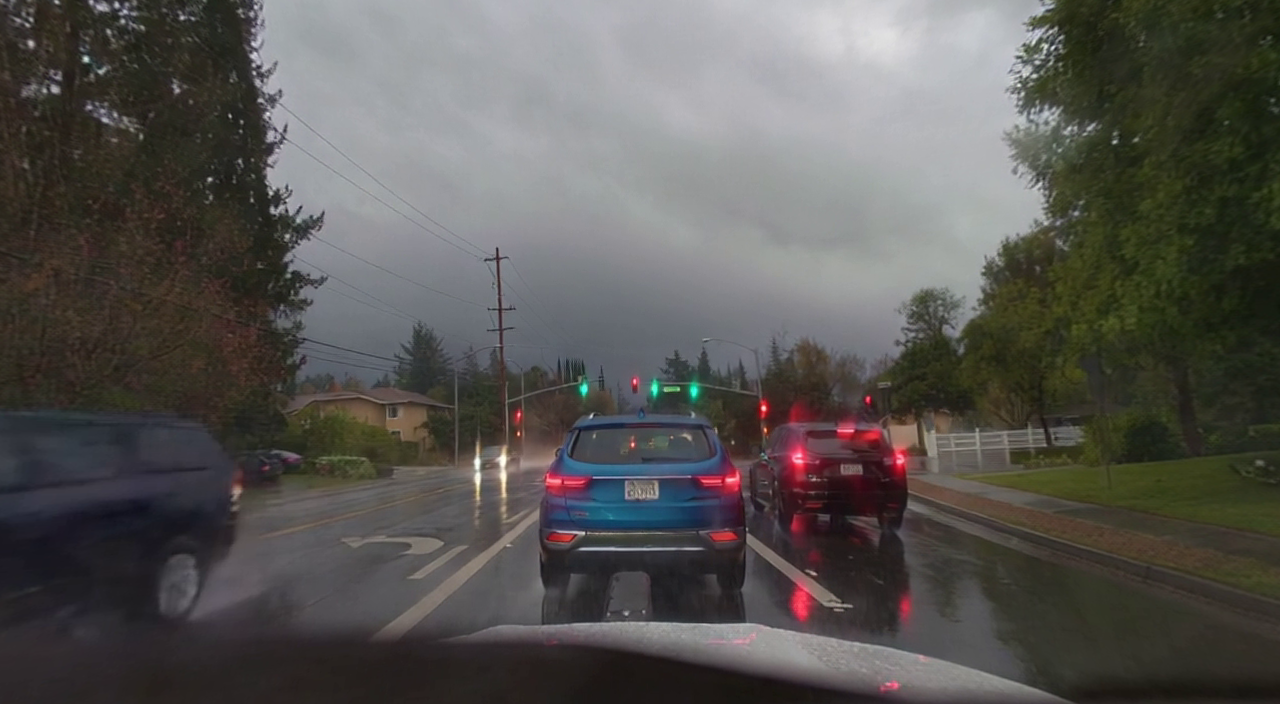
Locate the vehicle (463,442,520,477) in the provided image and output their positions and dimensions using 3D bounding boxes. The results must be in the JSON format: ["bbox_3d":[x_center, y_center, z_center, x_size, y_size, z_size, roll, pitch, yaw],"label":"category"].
[{"bbox_3d":[-7.586,5.492,32.575,1.985,1.672,3.960,0,-8,0],"label":"vehicle"}]

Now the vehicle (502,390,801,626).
[{"bbox_3d":[0.056,1.429,6.690,2.151,1.695,4.100,0,-8,-1],"label":"vehicle"}]

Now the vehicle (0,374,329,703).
[{"bbox_3d":[-4.327,1.124,4.107,2.292,1.711,4.541,0,-8,-1],"label":"vehicle"}]

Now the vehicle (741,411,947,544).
[{"bbox_3d":[3.076,1.993,10.621,1.967,1.756,4.281,0,-8,-1],"label":"vehicle"}]
